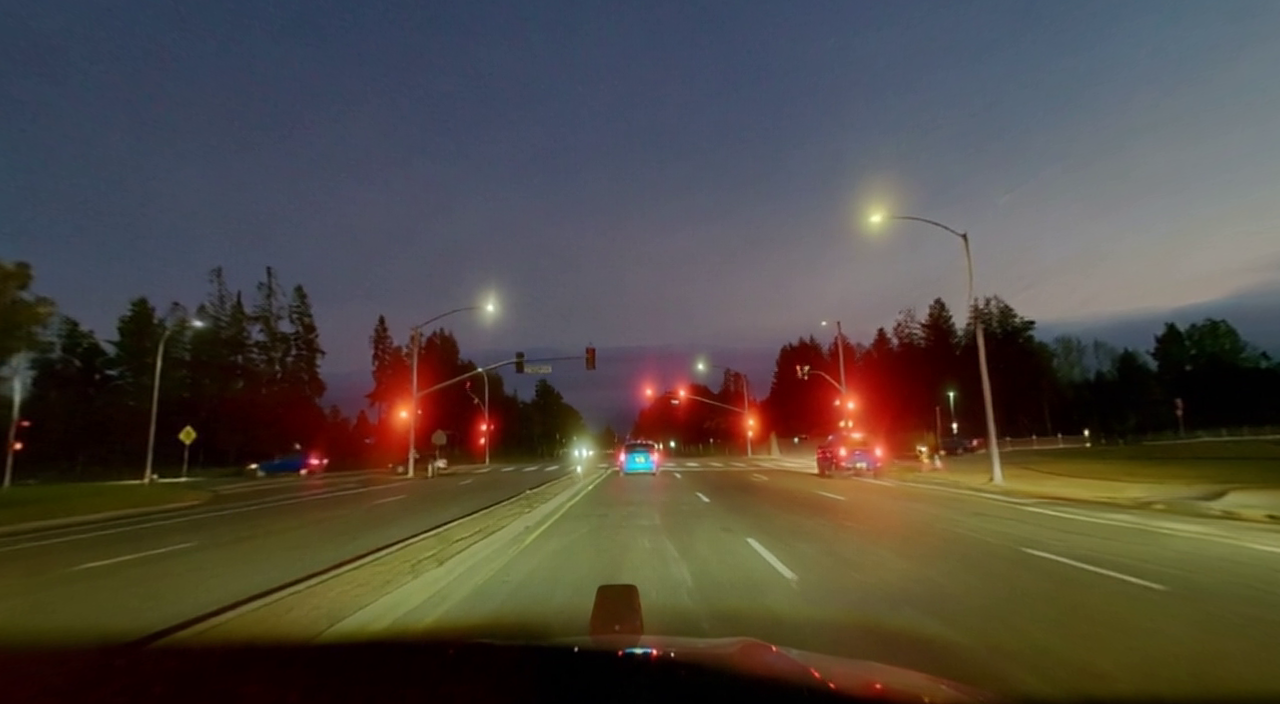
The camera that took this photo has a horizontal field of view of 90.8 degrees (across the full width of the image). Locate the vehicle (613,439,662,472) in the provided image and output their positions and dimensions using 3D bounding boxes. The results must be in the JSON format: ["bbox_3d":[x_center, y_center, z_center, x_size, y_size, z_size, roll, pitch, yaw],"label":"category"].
[{"bbox_3d":[-0.048,5.314,32.531,2.074,1.570,3.647,0,-9,7],"label":"vehicle"}]
